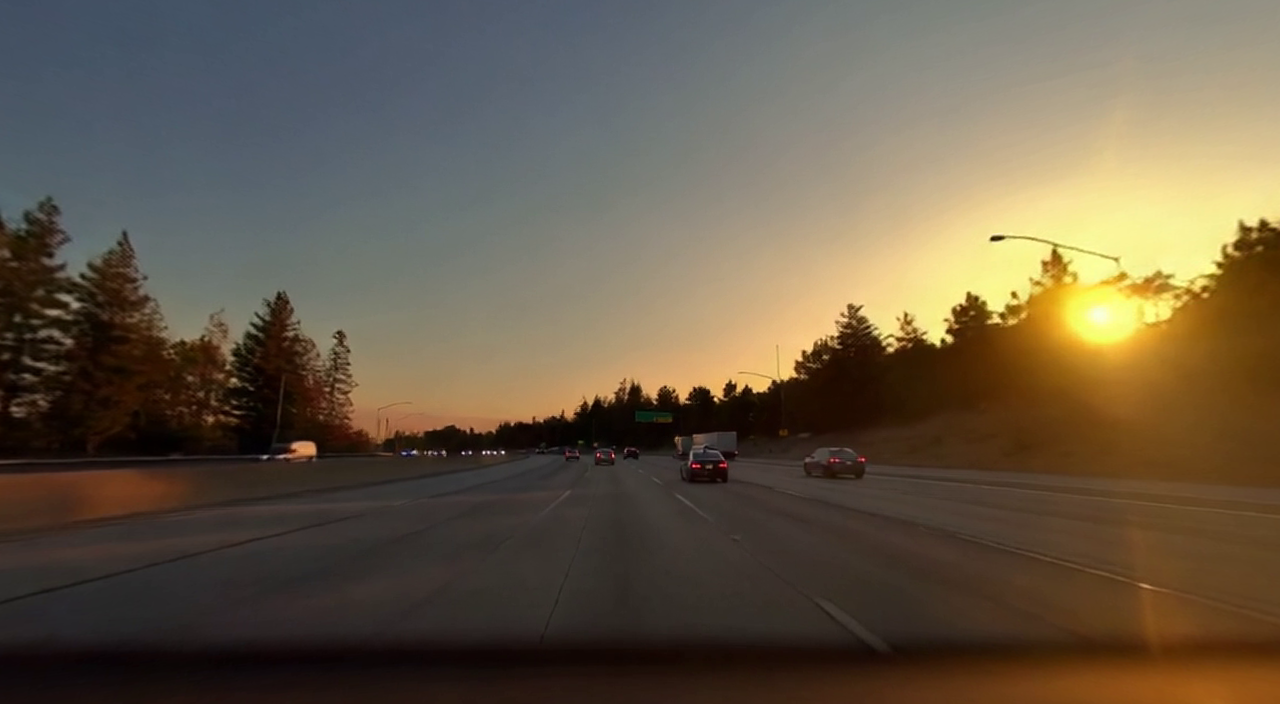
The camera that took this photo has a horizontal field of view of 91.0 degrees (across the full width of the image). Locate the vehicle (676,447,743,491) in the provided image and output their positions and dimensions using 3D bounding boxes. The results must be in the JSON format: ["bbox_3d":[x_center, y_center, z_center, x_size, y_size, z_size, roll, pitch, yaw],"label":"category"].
[{"bbox_3d":[2.635,4.561,24.780,1.975,1.562,3.823,0,-9,-3],"label":"vehicle"}]

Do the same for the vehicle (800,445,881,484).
[{"bbox_3d":[9.175,5.195,29.285,1.909,1.634,4.739,0,-9,-3],"label":"vehicle"}]
